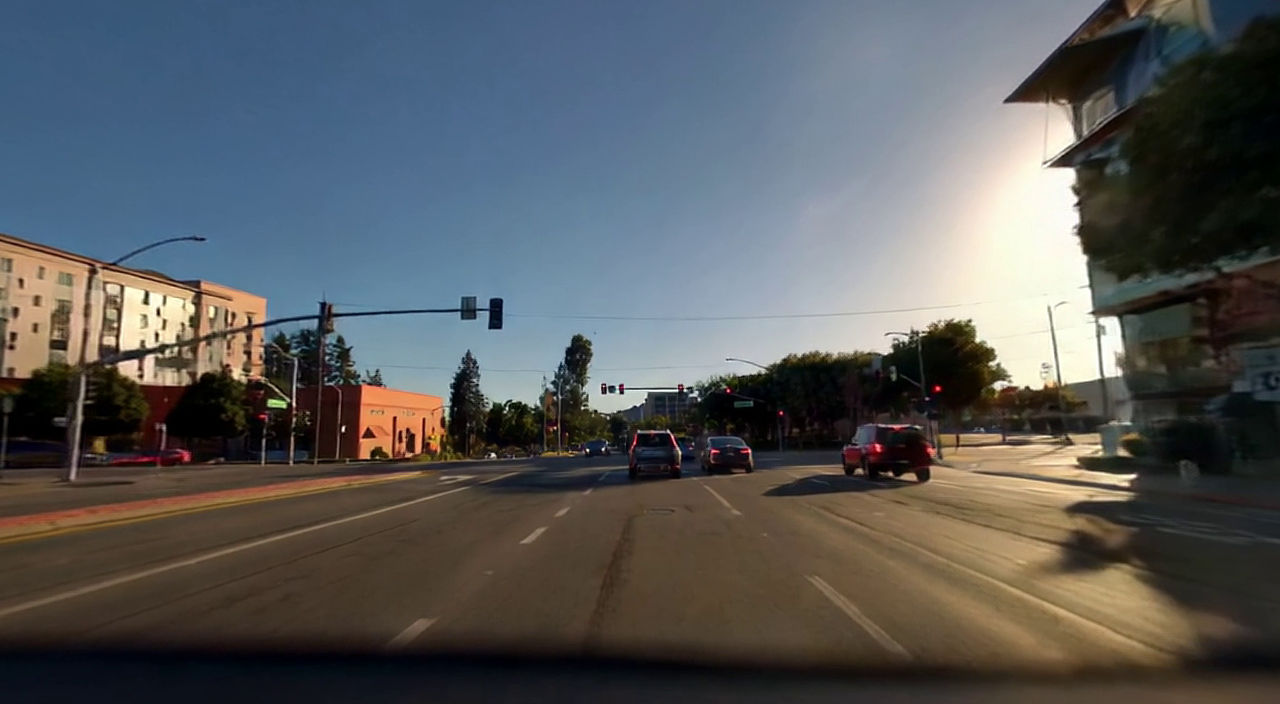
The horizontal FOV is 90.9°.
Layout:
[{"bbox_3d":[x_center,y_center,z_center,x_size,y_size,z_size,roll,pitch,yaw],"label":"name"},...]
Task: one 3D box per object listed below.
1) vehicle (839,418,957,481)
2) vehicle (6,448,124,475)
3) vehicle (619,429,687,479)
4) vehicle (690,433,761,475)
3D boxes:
[{"bbox_3d":[8.644,3.330,21.719,2.132,1.892,4.851,-1,-8,2],"label":"vehicle"},{"bbox_3d":[-32.478,6.183,35.733,4.448,1.422,1.890,2,-9,-13],"label":"vehicle"},{"bbox_3d":[0.405,3.510,21.851,2.099,1.516,4.681,0,-8,0],"label":"vehicle"},{"bbox_3d":[3.157,3.870,24.045,1.994,1.436,4.169,0,-8,-2],"label":"vehicle"}]
